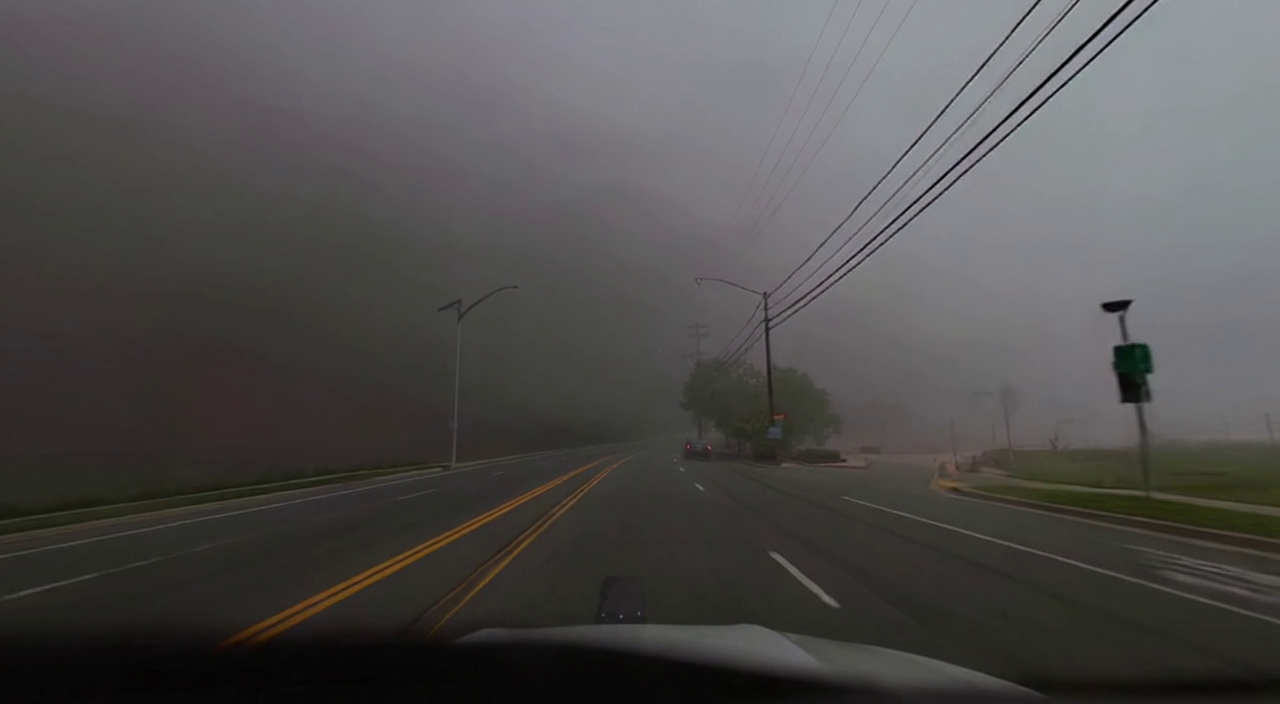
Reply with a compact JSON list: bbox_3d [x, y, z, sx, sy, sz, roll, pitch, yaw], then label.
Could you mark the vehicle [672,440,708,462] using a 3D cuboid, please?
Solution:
[{"bbox_3d":[3.372,6.764,43.269,2.015,1.467,4.117,0,-8,-1],"label":"vehicle"}]
